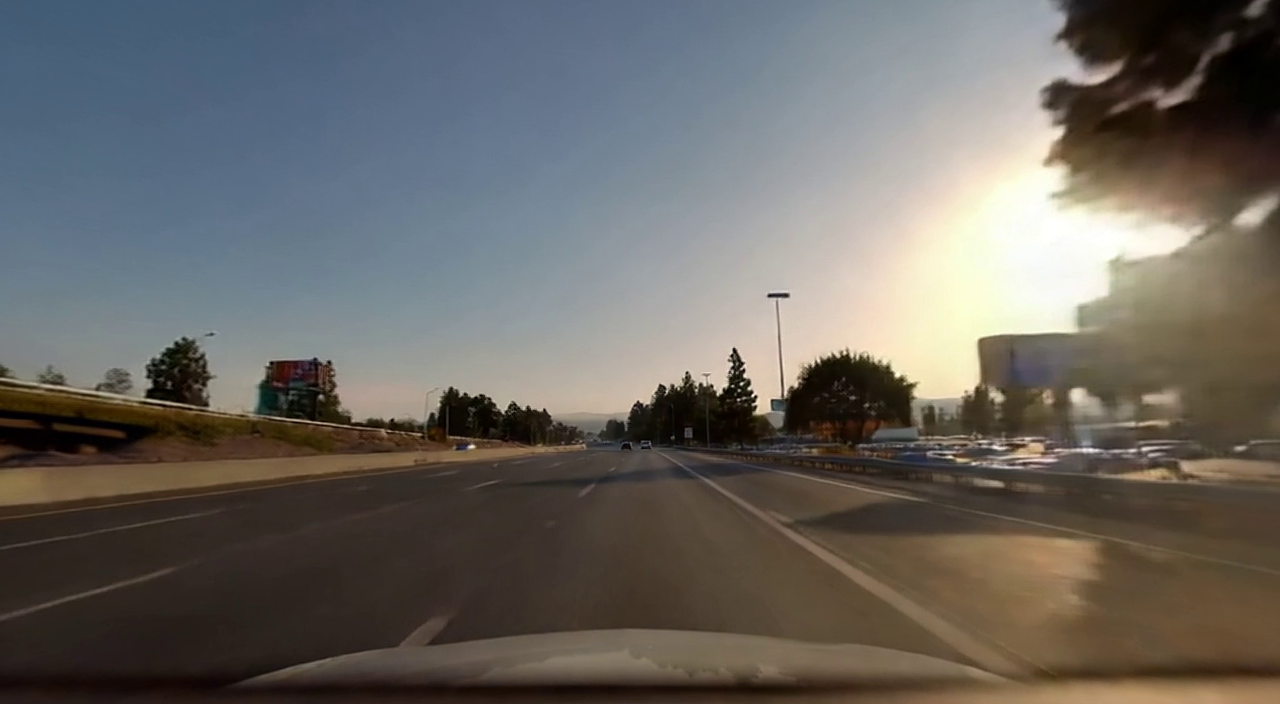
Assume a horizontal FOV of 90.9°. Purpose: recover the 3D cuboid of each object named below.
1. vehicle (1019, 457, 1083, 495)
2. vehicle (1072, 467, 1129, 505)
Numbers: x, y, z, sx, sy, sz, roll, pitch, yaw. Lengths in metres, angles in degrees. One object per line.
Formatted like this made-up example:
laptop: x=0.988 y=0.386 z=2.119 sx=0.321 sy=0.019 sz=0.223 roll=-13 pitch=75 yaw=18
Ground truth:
vehicle: x=21.107 y=6.283 z=32.316 sx=1.846 sy=1.635 sz=4.513 roll=-7 pitch=-11 yaw=43
vehicle: x=19.819 y=5.705 z=27.118 sx=1.677 sy=1.342 sz=3.266 roll=-7 pitch=-10 yaw=39
